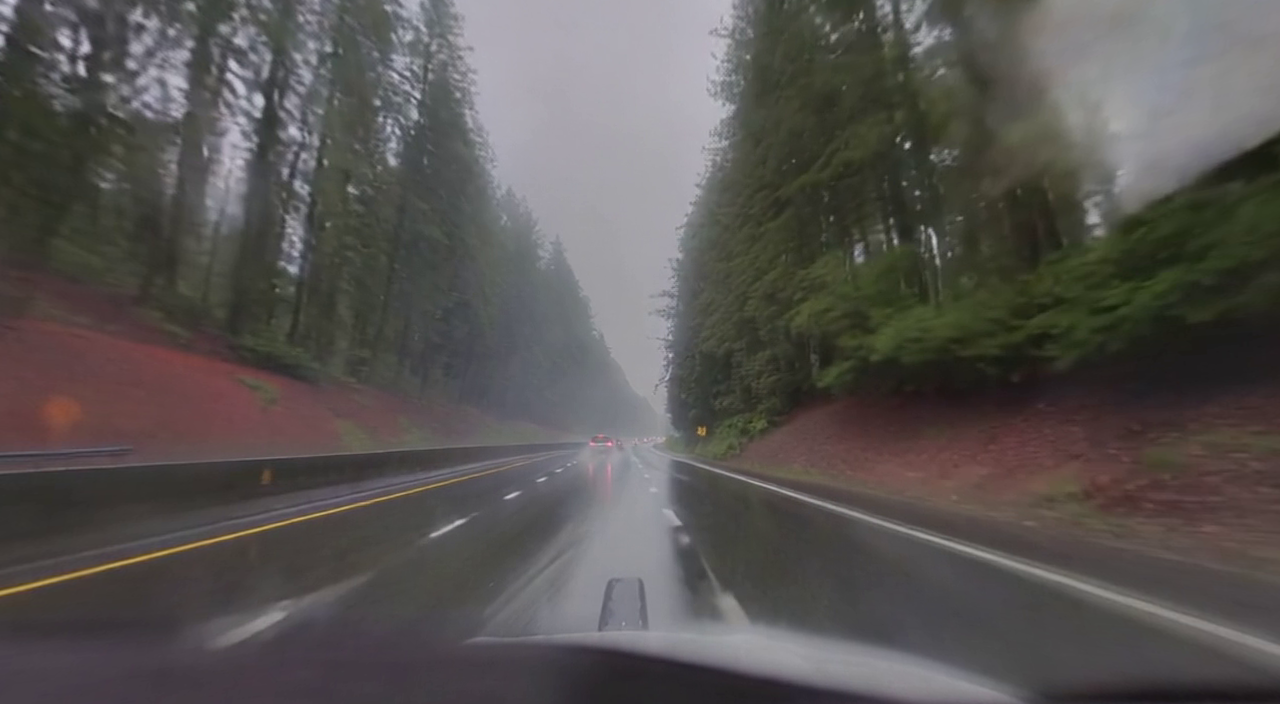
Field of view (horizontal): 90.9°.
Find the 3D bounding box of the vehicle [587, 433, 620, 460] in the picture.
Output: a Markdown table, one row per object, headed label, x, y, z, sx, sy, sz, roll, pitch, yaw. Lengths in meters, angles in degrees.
| label | x | y | z | sx | sy | sz | roll | pitch | yaw |
| --- | --- | --- | --- | --- | --- | --- | --- | --- | --- |
| vehicle | -2.798 | 7.339 | 48.927 | 2.376 | 1.977 | 5.369 | 0 | -8 | -2 |
